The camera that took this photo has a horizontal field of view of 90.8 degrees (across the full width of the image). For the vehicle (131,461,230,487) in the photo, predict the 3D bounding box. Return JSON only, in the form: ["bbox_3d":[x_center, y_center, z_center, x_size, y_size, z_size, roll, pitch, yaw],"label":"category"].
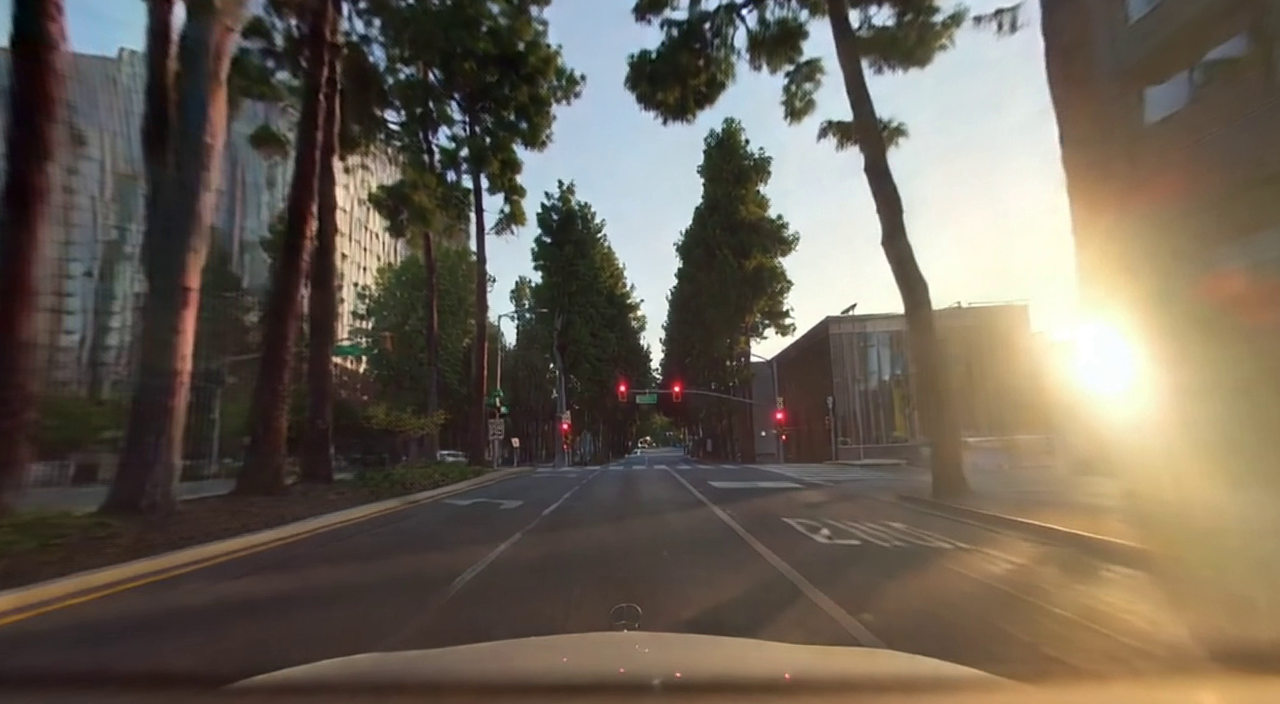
[{"bbox_3d":[-29.916,7.955,41.246,4.758,1.549,2.194,0,-8,0],"label":"vehicle"}]
